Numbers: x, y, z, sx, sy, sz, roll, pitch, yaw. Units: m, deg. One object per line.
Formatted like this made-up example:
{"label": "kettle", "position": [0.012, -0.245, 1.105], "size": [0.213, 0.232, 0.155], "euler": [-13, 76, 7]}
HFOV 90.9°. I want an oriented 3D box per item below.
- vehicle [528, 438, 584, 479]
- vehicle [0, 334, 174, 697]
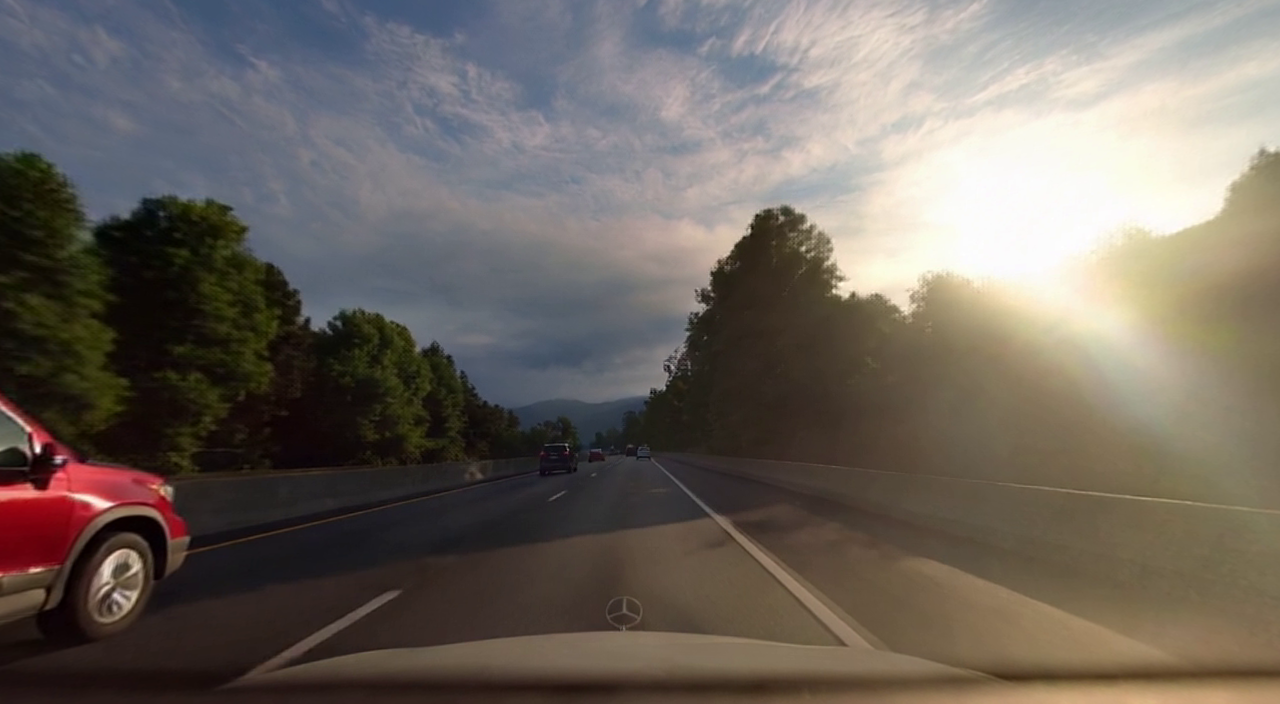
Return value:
{"label": "vehicle", "position": [-3.976, 5.135, 30.541], "size": [2.056, 1.811, 4.202], "euler": [-1, -9, 1]}
{"label": "vehicle", "position": [-4.515, 0.706, 2.223], "size": [2.102, 1.941, 4.703], "euler": [0, -9, 0]}
